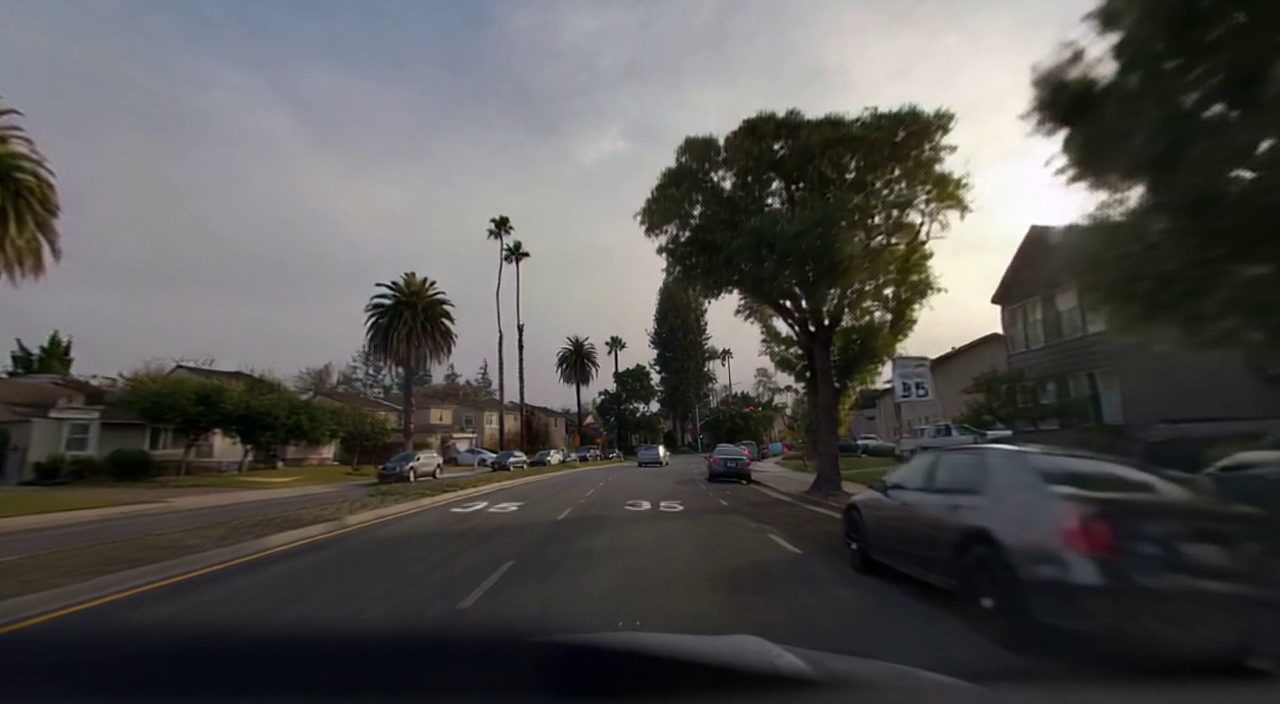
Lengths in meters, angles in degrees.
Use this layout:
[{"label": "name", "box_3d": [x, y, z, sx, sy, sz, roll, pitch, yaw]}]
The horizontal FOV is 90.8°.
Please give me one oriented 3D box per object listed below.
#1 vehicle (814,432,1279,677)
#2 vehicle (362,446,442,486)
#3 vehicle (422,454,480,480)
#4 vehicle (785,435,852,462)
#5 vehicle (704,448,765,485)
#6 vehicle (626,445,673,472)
[{"label": "vehicle", "box_3d": [3.567, 1.608, 6.338, 2.025, 1.456, 4.865, 0, -9, -3]}, {"label": "vehicle", "box_3d": [-12.897, 6.227, 34.689, 2.131, 1.902, 4.924, -3, -10, 5]}, {"label": "vehicle", "box_3d": [-12.162, 7.415, 40.996, 1.866, 1.501, 4.681, -1, -9, 7]}, {"label": "vehicle", "box_3d": [13.245, 7.211, 47.016, 4.557, 1.795, 1.986, -5, -10, 16]}, {"label": "vehicle", "box_3d": [3.900, 4.800, 26.805, 2.037, 1.425, 4.621, 0, -9, 2]}, {"label": "vehicle", "box_3d": [0.624, 6.212, 36.920, 2.035, 1.474, 4.284, -2, -9, 10]}]
